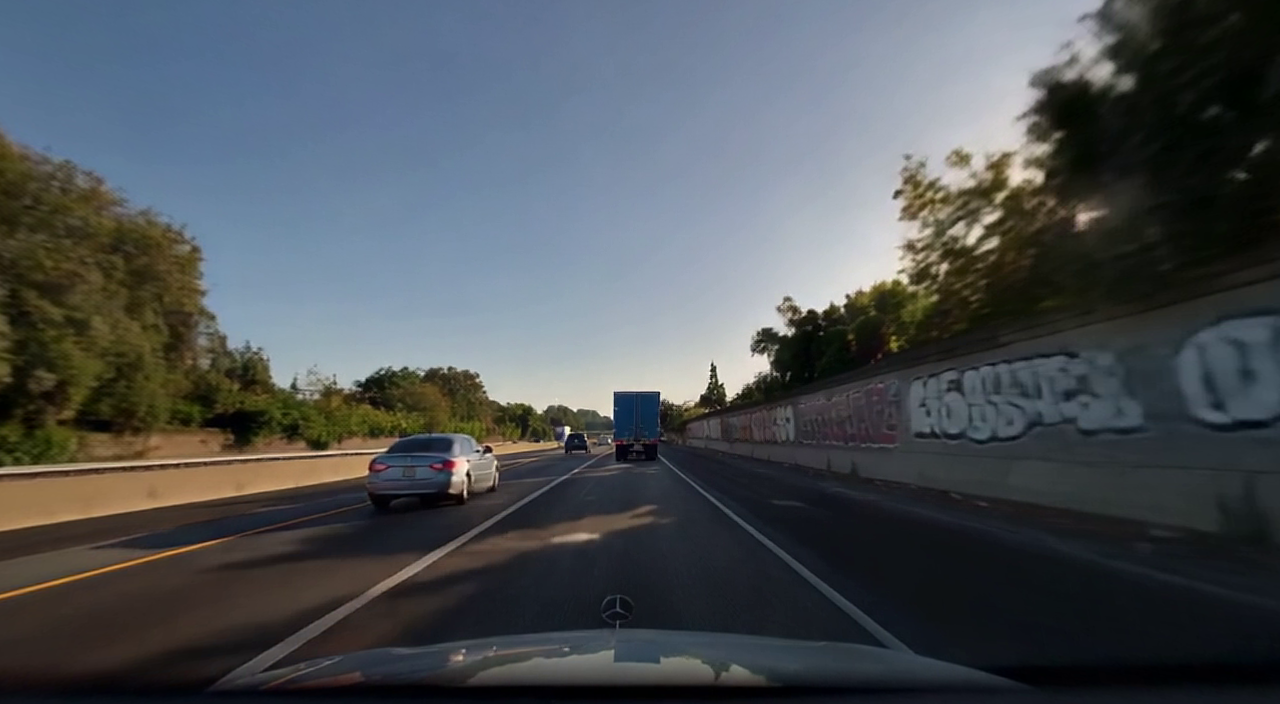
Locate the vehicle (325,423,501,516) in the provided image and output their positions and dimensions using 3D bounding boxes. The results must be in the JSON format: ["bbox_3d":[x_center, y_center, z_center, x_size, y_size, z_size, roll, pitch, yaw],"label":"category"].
[{"bbox_3d":[-4.308,2.279,12.844,1.948,1.526,4.525,0,-8,-1],"label":"vehicle"}]

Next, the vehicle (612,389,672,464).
[{"bbox_3d":[-0.042,4.304,35.610,2.927,3.649,9.443,0,-8,-2],"label":"vehicle"}]

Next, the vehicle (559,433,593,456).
[{"bbox_3d":[-4.647,6.759,46.149,2.058,1.645,4.130,0,-8,0],"label":"vehicle"}]
